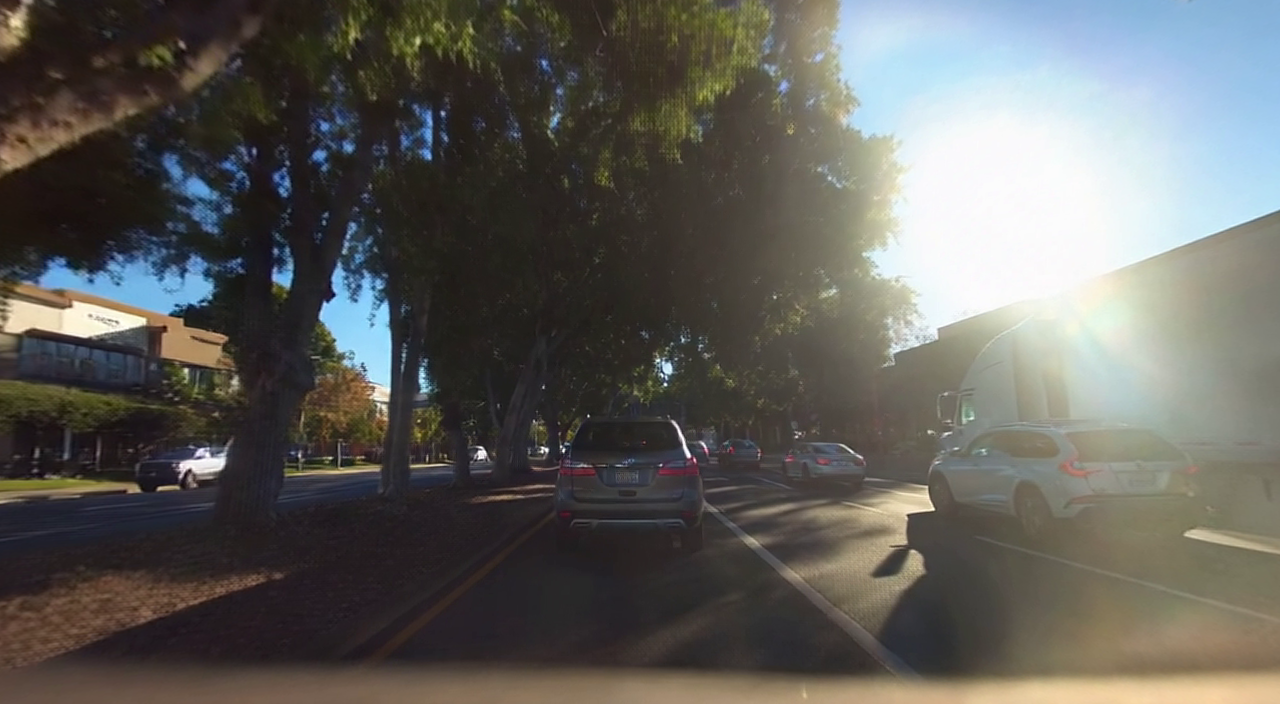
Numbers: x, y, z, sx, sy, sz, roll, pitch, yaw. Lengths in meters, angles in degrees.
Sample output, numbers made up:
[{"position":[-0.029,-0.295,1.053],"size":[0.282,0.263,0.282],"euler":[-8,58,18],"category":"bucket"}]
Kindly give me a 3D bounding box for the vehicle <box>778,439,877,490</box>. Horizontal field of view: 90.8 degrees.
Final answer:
[{"position":[6.282,3.805,21.744],"size":[2.035,1.553,4.465],"euler":[0,-9,0],"category":"vehicle"}]

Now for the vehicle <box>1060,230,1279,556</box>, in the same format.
[{"position":[9.962,-0.132,3.906],"size":[2.879,4.284,17.334],"euler":[0,-9,0],"category":"vehicle"}]

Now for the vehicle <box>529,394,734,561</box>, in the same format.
[{"position":[-0.134,1.739,9.335],"size":[2.320,1.880,4.192],"euler":[0,-9,-1],"category":"vehicle"}]

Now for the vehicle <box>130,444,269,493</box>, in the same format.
[{"position":[-19.281,5.102,28.050],"size":[2.302,1.939,5.221],"euler":[0,-9,1],"category":"vehicle"}]

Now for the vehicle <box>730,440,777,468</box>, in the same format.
[{"position":[6.499,5.882,36.610],"size":[1.914,1.523,4.287],"euler":[0,-9,-1],"category":"vehicle"}]
